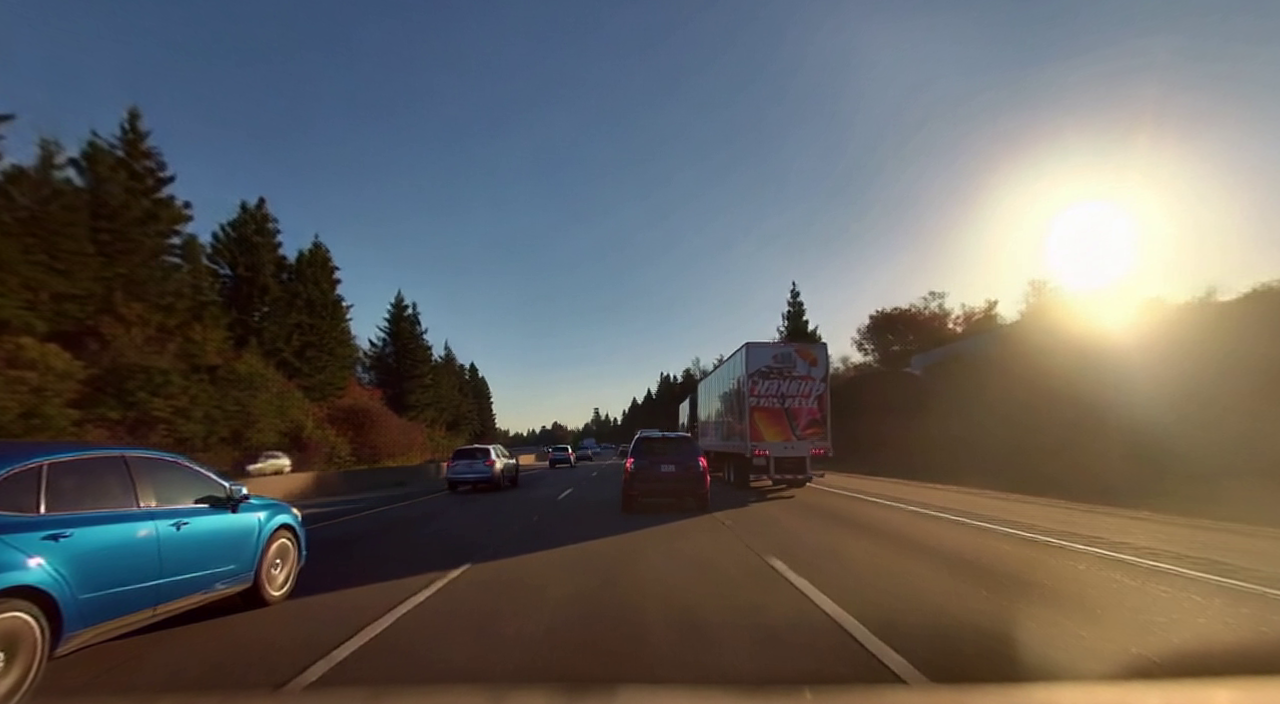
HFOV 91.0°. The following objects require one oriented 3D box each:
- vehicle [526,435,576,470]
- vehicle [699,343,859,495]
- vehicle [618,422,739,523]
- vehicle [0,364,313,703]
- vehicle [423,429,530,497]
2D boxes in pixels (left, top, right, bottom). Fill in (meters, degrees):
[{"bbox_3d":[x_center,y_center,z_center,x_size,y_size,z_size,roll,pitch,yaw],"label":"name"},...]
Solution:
[{"bbox_3d":[-4.629,5.305,33.421,2.014,1.683,4.275,0,-8,0],"label":"vehicle"},{"bbox_3d":[4.407,2.798,24.112,2.828,4.081,14.220,0,-8,0],"label":"vehicle"},{"bbox_3d":[0.595,2.264,12.338,2.017,1.662,3.543,0,-8,-1],"label":"vehicle"},{"bbox_3d":[-4.092,0.988,3.659,1.983,1.666,4.452,0,-8,0],"label":"vehicle"},{"bbox_3d":[-4.315,2.983,17.254,1.905,1.642,3.803,0,-8,0],"label":"vehicle"}]
